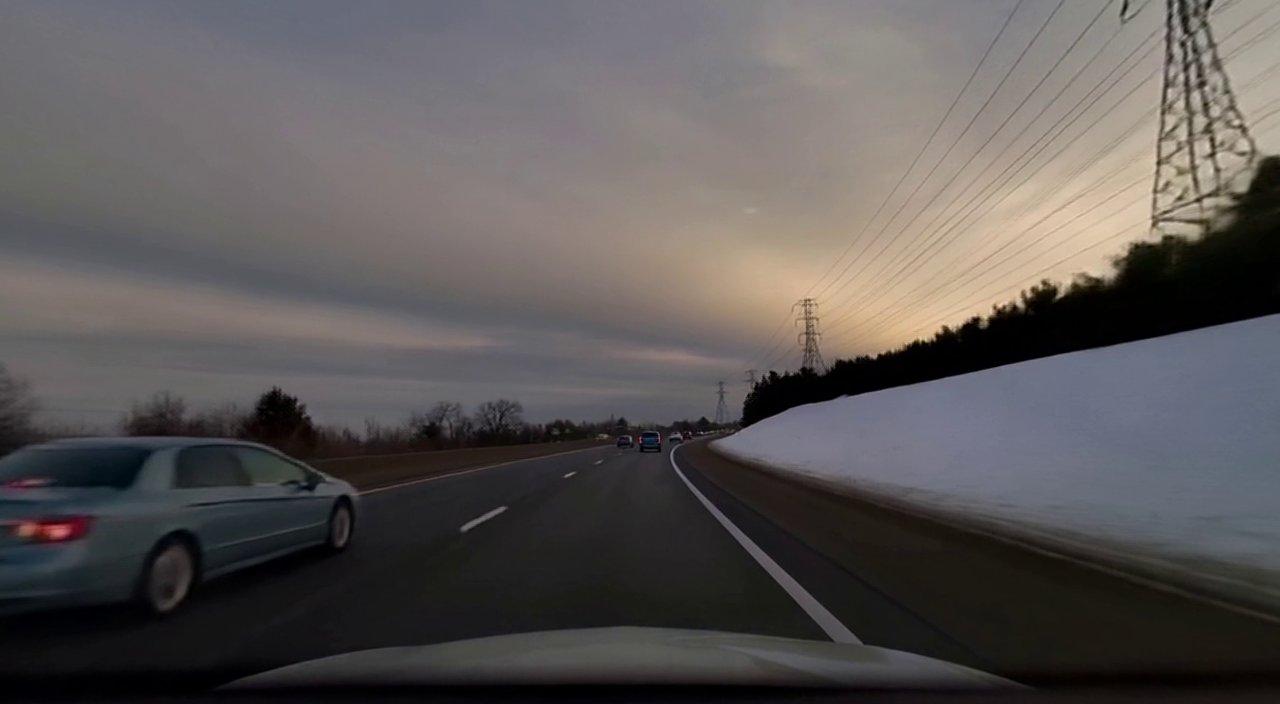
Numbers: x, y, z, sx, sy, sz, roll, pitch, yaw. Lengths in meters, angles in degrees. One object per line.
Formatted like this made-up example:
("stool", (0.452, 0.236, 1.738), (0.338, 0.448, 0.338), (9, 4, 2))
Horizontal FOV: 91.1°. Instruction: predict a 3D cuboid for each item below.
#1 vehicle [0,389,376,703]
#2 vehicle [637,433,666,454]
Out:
("vehicle", (-3.800, 1.162, 4.455), (2.030, 1.522, 4.250), (0, -8, -1))
("vehicle", (0.942, 6.931, 47.683), (2.077, 1.523, 4.206), (0, -8, 3))
